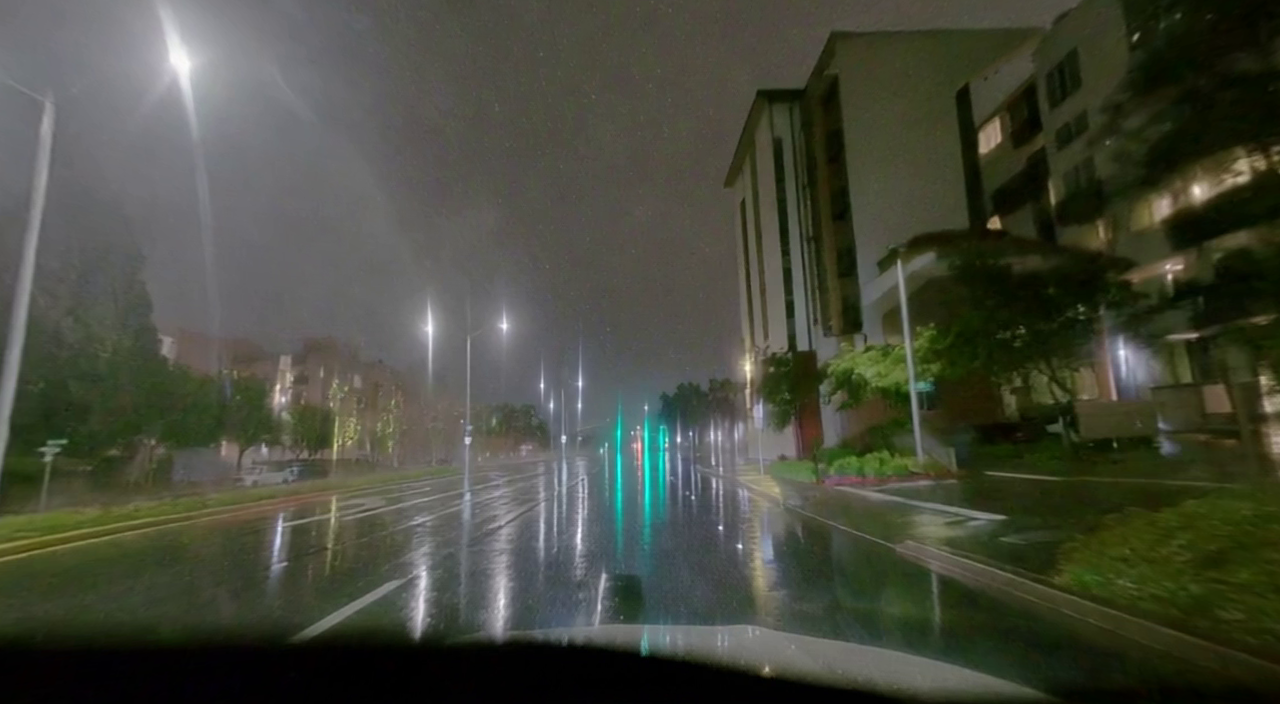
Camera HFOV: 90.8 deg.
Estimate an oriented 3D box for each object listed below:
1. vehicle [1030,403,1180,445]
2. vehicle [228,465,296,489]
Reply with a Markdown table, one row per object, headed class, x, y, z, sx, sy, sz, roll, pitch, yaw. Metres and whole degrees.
| class | x | y | z | sx | sy | sz | roll | pitch | yaw |
| --- | --- | --- | --- | --- | --- | --- | --- | --- | --- |
| vehicle | 24.083 | 3.794 | 32.860 | 6.146 | 2.098 | 2.167 | 0 | -8 | -4 |
| vehicle | -26.850 | 8.861 | 45.064 | 1.916 | 1.456 | 4.597 | 0 | -8 | 1 |
